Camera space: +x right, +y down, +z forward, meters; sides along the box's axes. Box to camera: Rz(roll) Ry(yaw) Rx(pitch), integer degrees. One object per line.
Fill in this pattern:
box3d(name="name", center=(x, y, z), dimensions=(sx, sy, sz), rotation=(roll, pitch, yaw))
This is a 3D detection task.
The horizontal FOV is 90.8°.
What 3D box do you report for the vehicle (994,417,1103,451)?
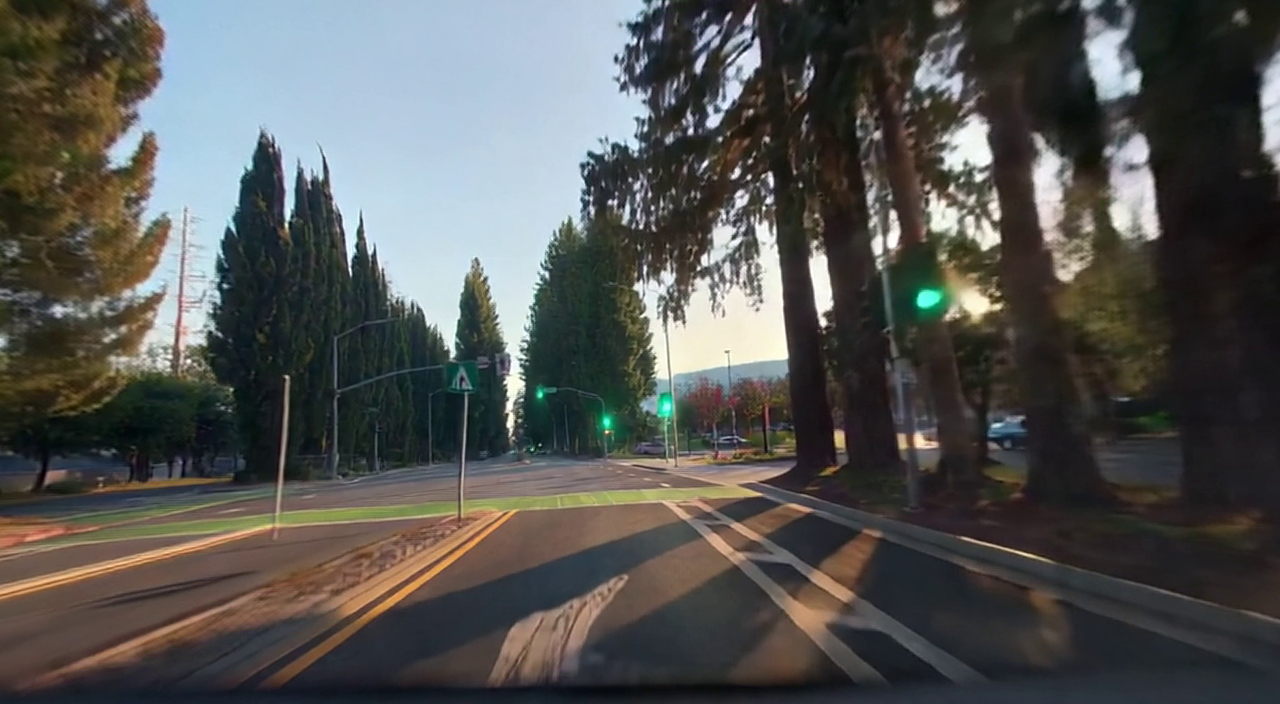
box3d(name="vehicle", center=(19.252, 3.904, 30.012), dimensions=(1.908, 1.467, 4.117), rotation=(3, -8, -12))
